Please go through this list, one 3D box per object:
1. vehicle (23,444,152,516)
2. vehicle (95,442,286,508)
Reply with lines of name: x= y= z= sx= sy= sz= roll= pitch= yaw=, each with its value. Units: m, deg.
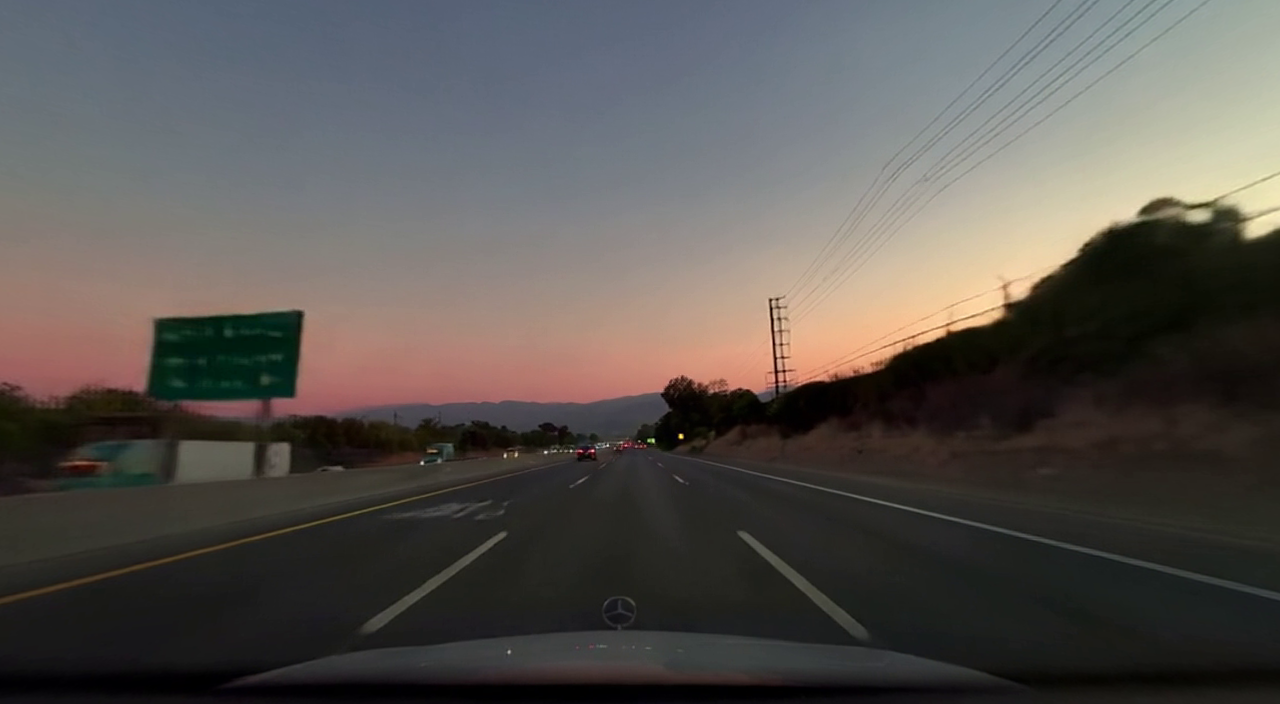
vehicle: x=-32.945 y=7.553 z=37.961 sx=2.984 sy=3.949 sz=4.966 roll=0 pitch=-8 yaw=0
vehicle: x=-33.097 y=8.988 z=48.229 sx=2.915 sy=4.119 sz=16.122 roll=0 pitch=-8 yaw=0
